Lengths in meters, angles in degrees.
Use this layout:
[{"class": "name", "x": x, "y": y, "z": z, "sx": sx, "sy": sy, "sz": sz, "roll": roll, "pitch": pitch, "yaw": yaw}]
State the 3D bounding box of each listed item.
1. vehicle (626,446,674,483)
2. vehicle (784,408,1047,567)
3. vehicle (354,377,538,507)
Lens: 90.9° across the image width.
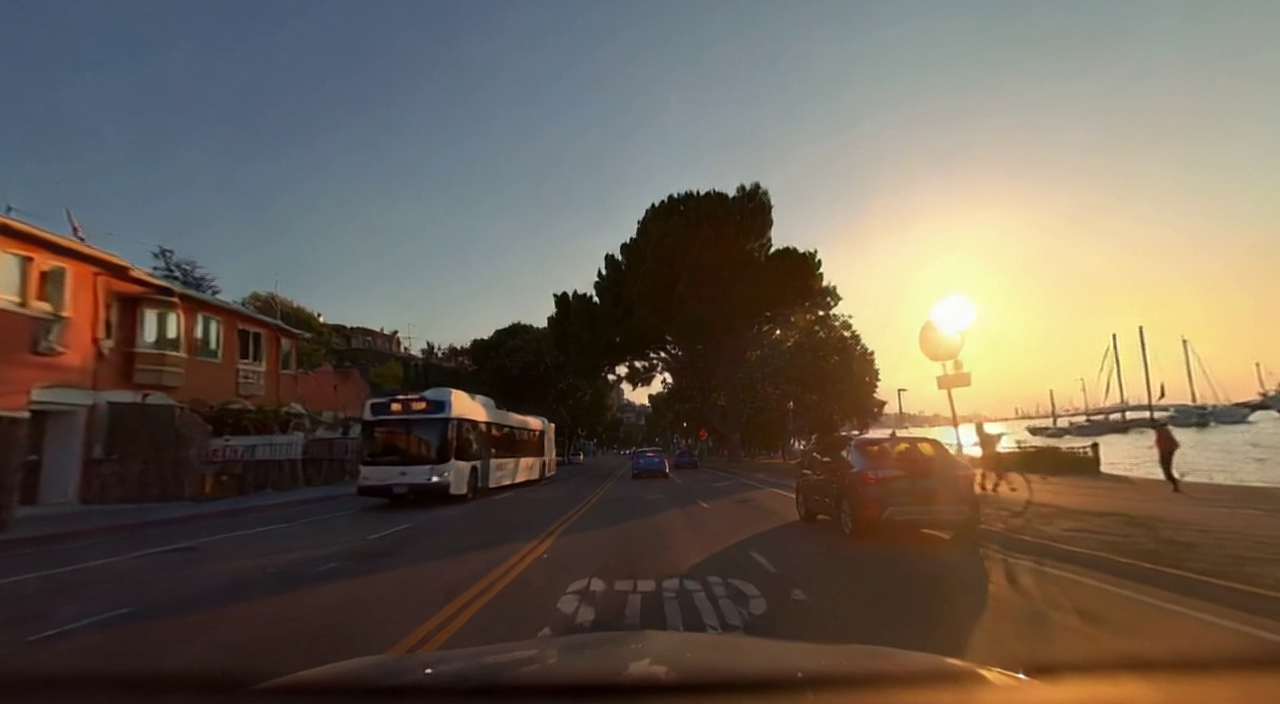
[{"class": "vehicle", "x": 0.434, "y": 5.373, "z": 30.384, "sx": 2.132, "sy": 1.632, "sz": 3.838, "roll": 0, "pitch": -9, "yaw": 0}, {"class": "vehicle", "x": 3.685, "y": 1.903, "z": 9.529, "sx": 2.000, "sy": 1.809, "sz": 4.405, "roll": 0, "pitch": -9, "yaw": 1}, {"class": "vehicle", "x": -6.092, "y": 3.210, "z": 22.191, "sx": 3.102, "sy": 3.524, "sz": 9.830, "roll": 0, "pitch": -9, "yaw": 1}]
